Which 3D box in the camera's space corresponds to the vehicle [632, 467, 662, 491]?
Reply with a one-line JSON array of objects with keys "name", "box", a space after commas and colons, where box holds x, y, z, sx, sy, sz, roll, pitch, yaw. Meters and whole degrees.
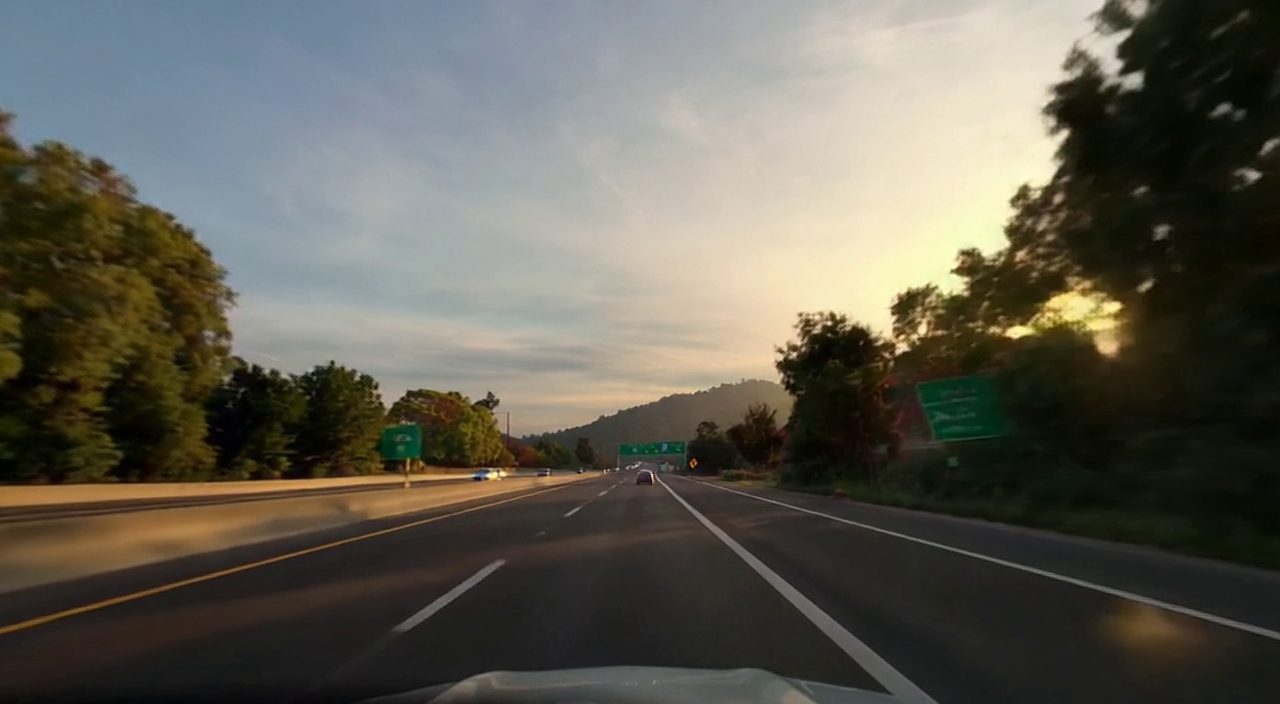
[{"name": "vehicle", "box": [0.462, 8.930, 44.505, 2.016, 1.530, 4.009, 1, -11, 0]}]
